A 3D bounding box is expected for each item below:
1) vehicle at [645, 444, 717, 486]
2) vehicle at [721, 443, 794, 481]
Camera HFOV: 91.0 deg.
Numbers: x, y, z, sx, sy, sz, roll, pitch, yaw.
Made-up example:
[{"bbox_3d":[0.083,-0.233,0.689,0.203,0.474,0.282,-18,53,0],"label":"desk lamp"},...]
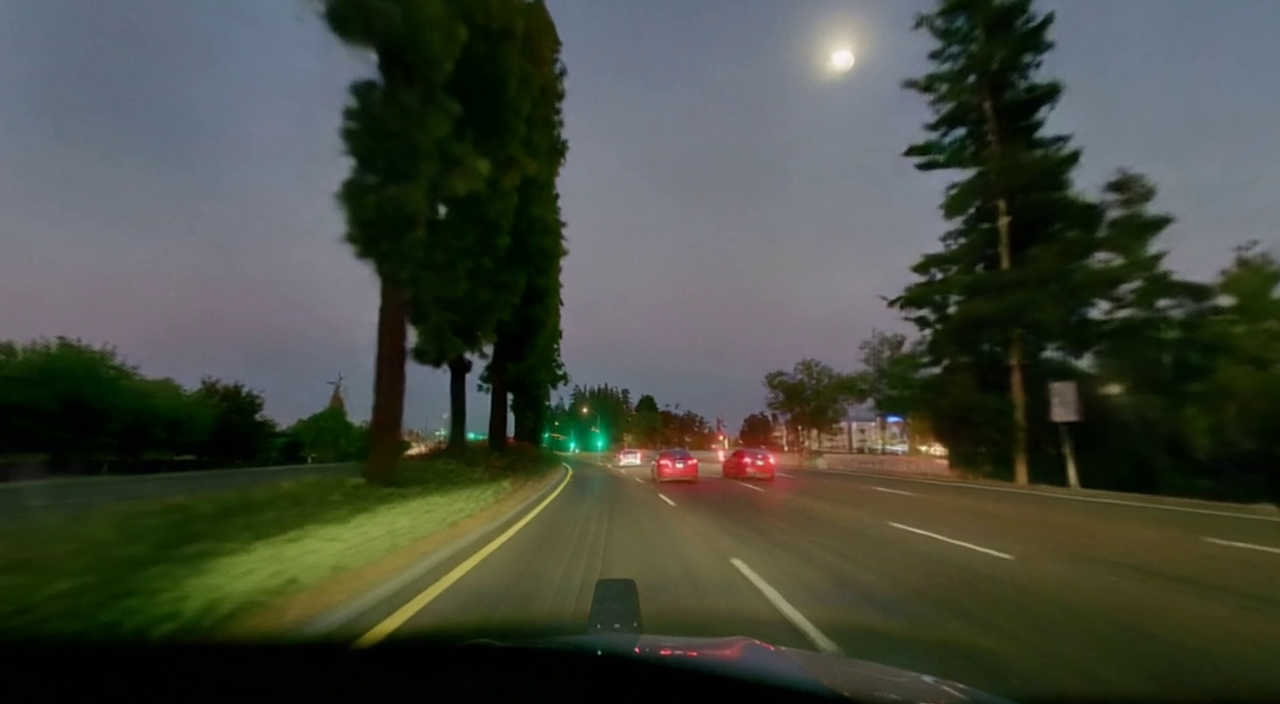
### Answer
[{"bbox_3d":[1.463,4.316,24.336,2.077,1.464,4.134,1,-9,-6],"label":"vehicle"},{"bbox_3d":[4.909,4.673,27.031,1.901,1.474,4.363,1,-9,-6],"label":"vehicle"}]
